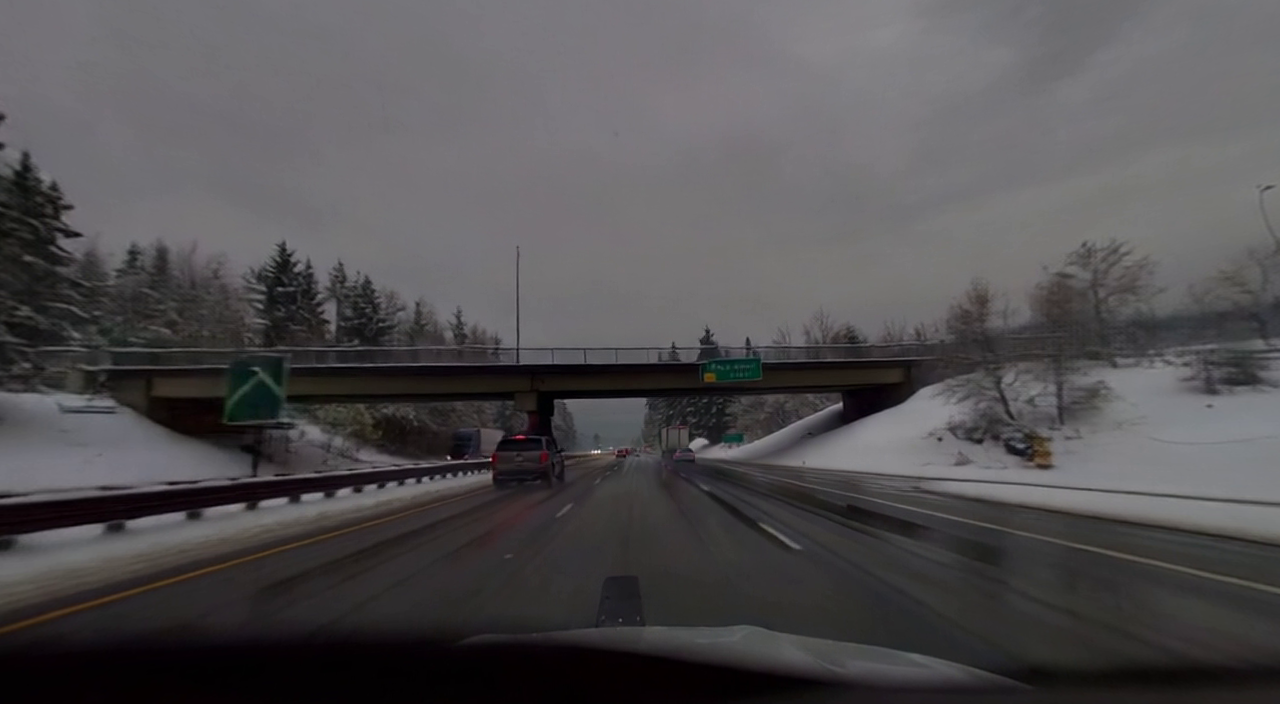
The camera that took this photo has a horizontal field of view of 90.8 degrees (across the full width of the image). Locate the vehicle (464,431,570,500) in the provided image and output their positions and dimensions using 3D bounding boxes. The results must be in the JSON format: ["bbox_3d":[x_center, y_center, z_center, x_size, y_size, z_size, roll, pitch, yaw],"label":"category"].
[{"bbox_3d":[-3.509,3.348,18.984,2.238,1.792,4.518,0,-9,0],"label":"vehicle"}]
